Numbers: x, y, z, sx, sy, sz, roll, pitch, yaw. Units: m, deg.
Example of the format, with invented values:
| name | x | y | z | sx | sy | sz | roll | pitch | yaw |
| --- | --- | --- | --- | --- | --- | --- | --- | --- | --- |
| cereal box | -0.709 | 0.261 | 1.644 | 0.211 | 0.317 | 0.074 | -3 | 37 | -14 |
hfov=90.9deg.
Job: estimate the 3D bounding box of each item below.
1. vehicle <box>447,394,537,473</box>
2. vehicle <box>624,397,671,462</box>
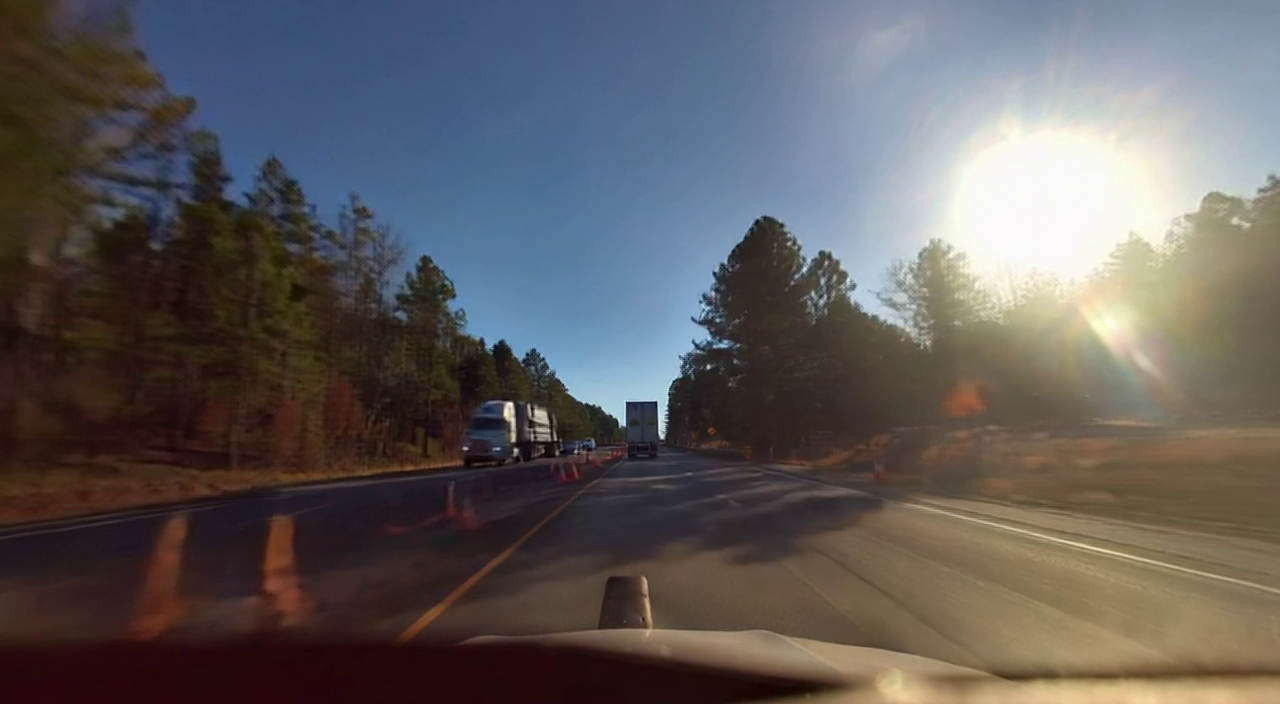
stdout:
| name | x | y | z | sx | sy | sz | roll | pitch | yaw |
| --- | --- | --- | --- | --- | --- | --- | --- | --- | --- |
| vehicle | -8.290 | 4.795 | 36.725 | 3.025 | 4.018 | 8.862 | 0 | -8 | 0 |
| vehicle | 0.355 | 5.702 | 45.554 | 2.935 | 4.068 | 11.036 | 0 | -8 | -1 |
